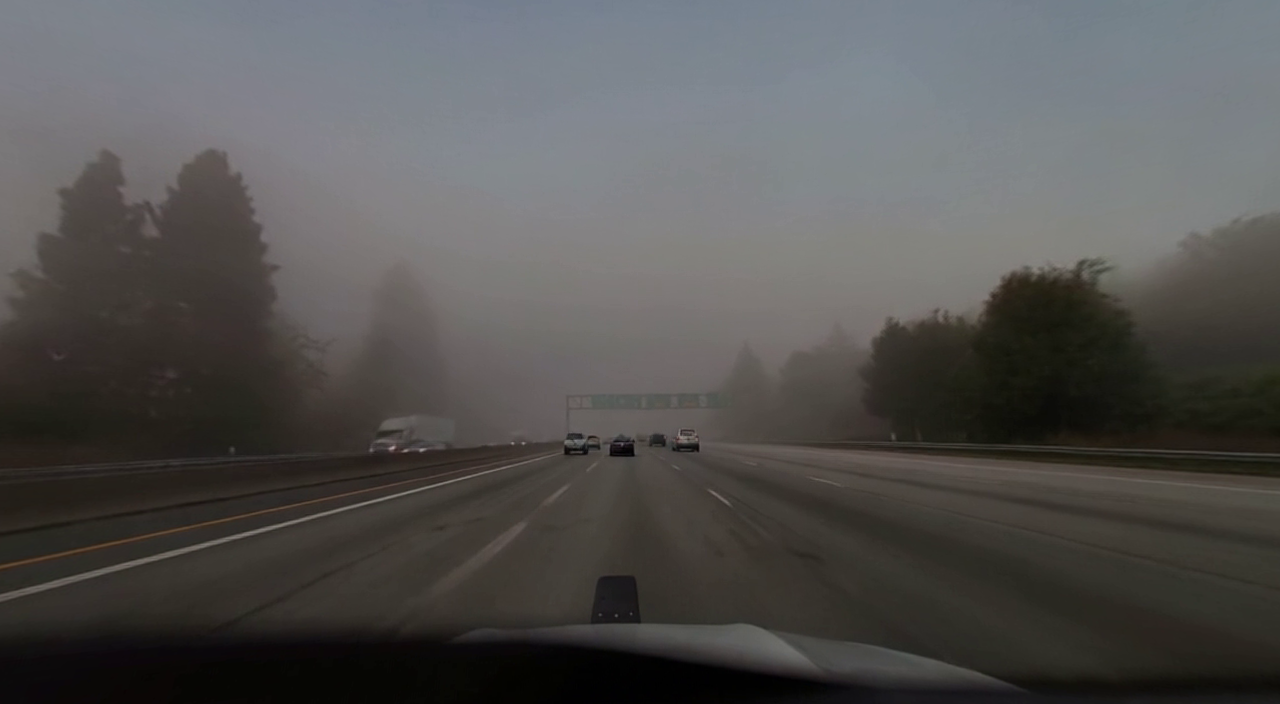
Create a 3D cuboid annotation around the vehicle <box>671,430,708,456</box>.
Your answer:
[{"bbox_3d":[3.312,6.221,43.129,2.066,1.673,4.225,0,-8,-2],"label":"vehicle"}]

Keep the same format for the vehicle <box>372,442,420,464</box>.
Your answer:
[{"bbox_3d":[-17.454,7.232,45.176,1.800,1.497,4.109,0,-8,0],"label":"vehicle"}]

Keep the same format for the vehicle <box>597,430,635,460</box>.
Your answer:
[{"bbox_3d":[-1.432,5.491,37.328,2.119,1.629,3.946,0,-8,-2],"label":"vehicle"}]

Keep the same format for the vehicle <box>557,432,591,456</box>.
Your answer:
[{"bbox_3d":[-4.810,6.745,46.339,2.046,1.658,4.008,0,-8,0],"label":"vehicle"}]
